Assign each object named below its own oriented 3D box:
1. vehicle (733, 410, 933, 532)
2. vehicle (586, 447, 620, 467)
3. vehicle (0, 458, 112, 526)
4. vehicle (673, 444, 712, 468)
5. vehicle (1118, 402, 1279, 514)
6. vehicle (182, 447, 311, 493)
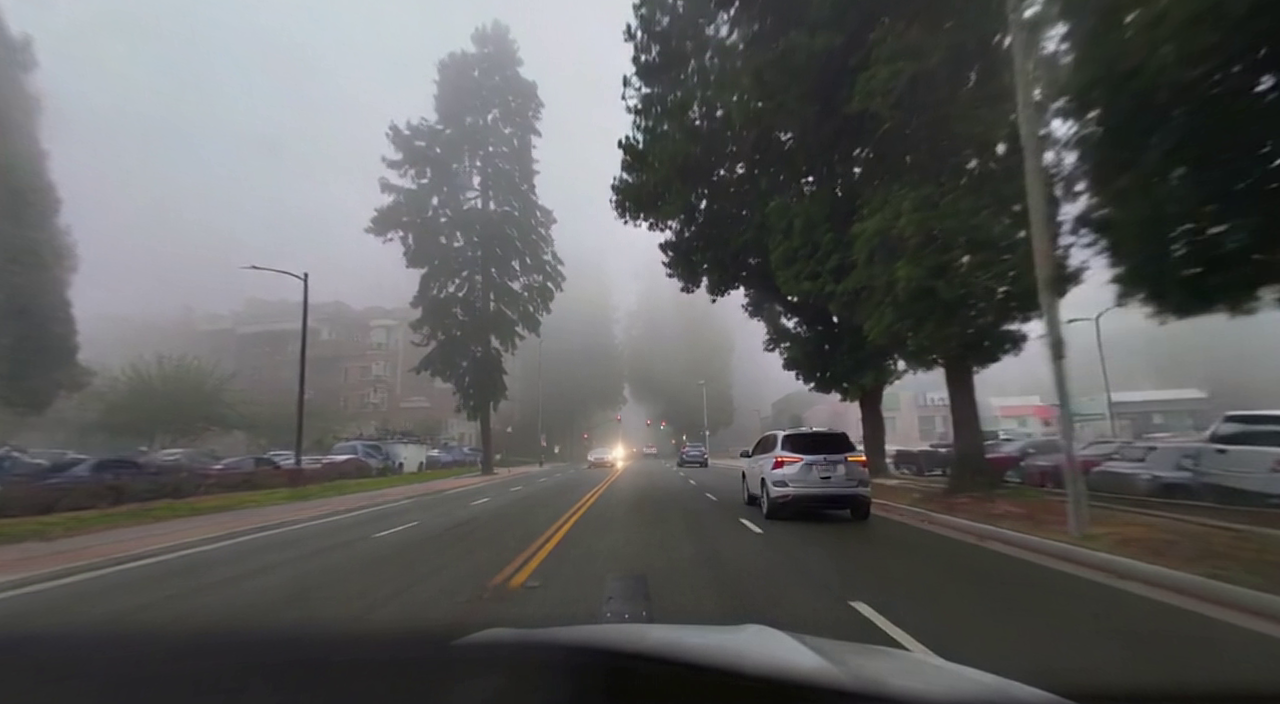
[{"bbox_3d":[3.359,2.236,12.368,2.251,1.861,5.144,0,-9,0],"label":"vehicle"},{"bbox_3d":[-2.701,7.777,46.787,2.133,1.439,4.280,-1,-9,2],"label":"vehicle"},{"bbox_3d":[-14.692,3.072,13.846,1.892,1.408,4.413,-8,-12,42],"label":"vehicle"},{"bbox_3d":[3.421,6.860,41.685,2.072,1.471,4.834,0,-9,-1],"label":"vehicle"},{"bbox_3d":[12.166,1.938,11.722,4.590,1.863,2.272,-1,-9,1],"label":"vehicle"},{"bbox_3d":[-15.102,4.526,24.326,3.993,1.566,2.114,5,-12,-33],"label":"vehicle"}]
